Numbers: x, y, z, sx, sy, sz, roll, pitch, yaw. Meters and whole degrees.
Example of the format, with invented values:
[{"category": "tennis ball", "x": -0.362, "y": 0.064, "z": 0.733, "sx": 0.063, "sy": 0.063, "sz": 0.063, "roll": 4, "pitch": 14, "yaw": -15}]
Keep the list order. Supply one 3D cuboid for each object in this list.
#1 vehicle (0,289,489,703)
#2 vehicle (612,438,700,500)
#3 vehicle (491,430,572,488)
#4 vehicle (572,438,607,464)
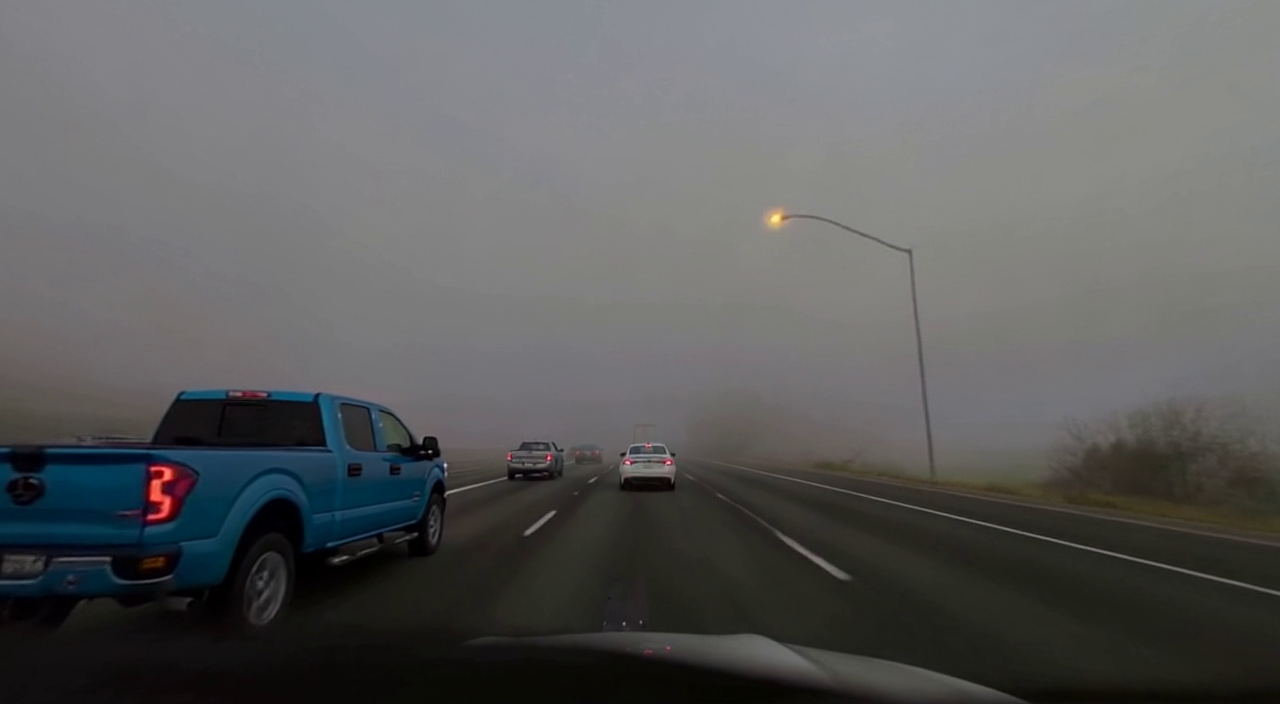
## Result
[{"category": "vehicle", "x": -3.343, "y": 1.145, "z": 5.908, "sx": 2.269, "sy": 2.060, "sz": 5.933, "roll": 0, "pitch": -8, "yaw": 1}, {"category": "vehicle", "x": 0.368, "y": 3.052, "z": 16.884, "sx": 2.054, "sy": 1.421, "sz": 4.090, "roll": 0, "pitch": -8, "yaw": 0}, {"category": "vehicle", "x": -3.516, "y": 3.549, "z": 21.250, "sx": 1.903, "sy": 1.721, "sz": 4.210, "roll": 0, "pitch": -8, "yaw": 1}, {"category": "vehicle", "x": -3.345, "y": 6.641, "z": 42.435, "sx": 1.897, "sy": 1.646, "sz": 4.049, "roll": 0, "pitch": -8, "yaw": 1}]
